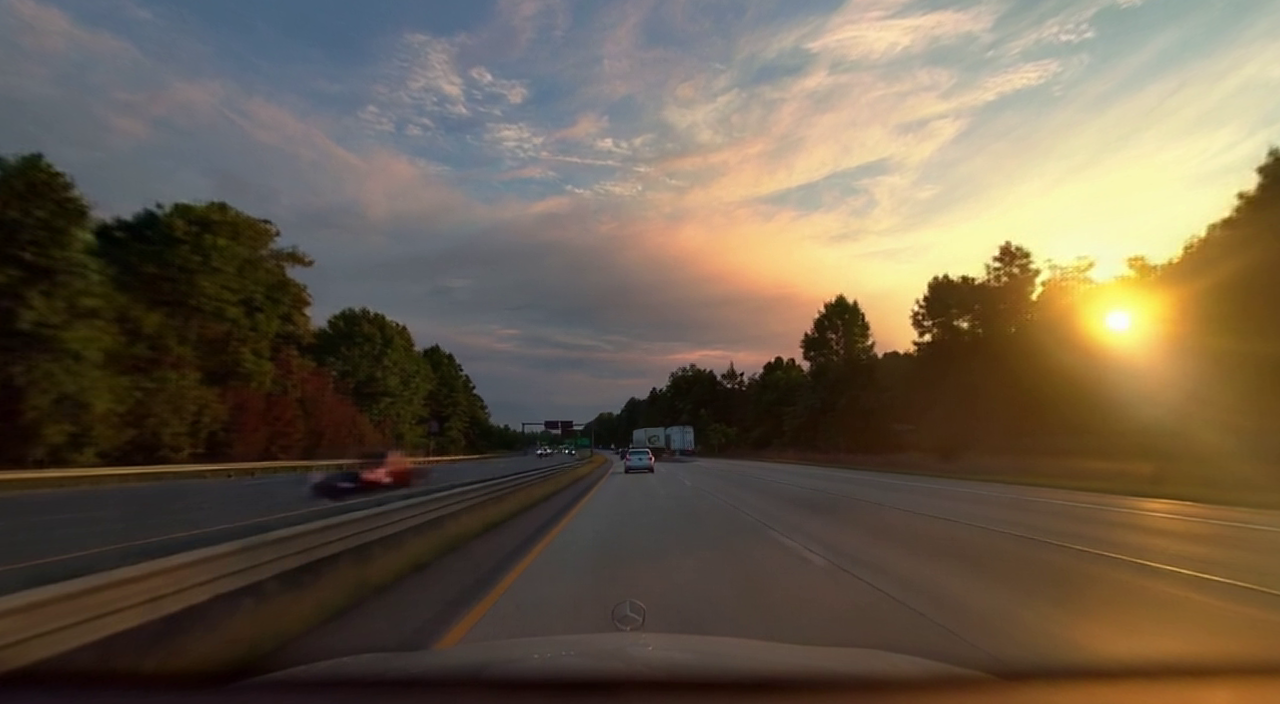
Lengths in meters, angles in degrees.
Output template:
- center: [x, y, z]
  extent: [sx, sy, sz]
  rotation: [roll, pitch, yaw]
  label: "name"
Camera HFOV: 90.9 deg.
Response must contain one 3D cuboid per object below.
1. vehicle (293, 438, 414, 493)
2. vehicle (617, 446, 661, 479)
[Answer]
- center: [-8.486, 3.368, 19.071]
  extent: [1.783, 1.469, 3.969]
  rotation: [0, -9, 0]
  label: "vehicle"
- center: [-0.054, 5.481, 31.542]
  extent: [2.069, 1.523, 4.012]
  rotation: [0, -9, -1]
  label: "vehicle"
